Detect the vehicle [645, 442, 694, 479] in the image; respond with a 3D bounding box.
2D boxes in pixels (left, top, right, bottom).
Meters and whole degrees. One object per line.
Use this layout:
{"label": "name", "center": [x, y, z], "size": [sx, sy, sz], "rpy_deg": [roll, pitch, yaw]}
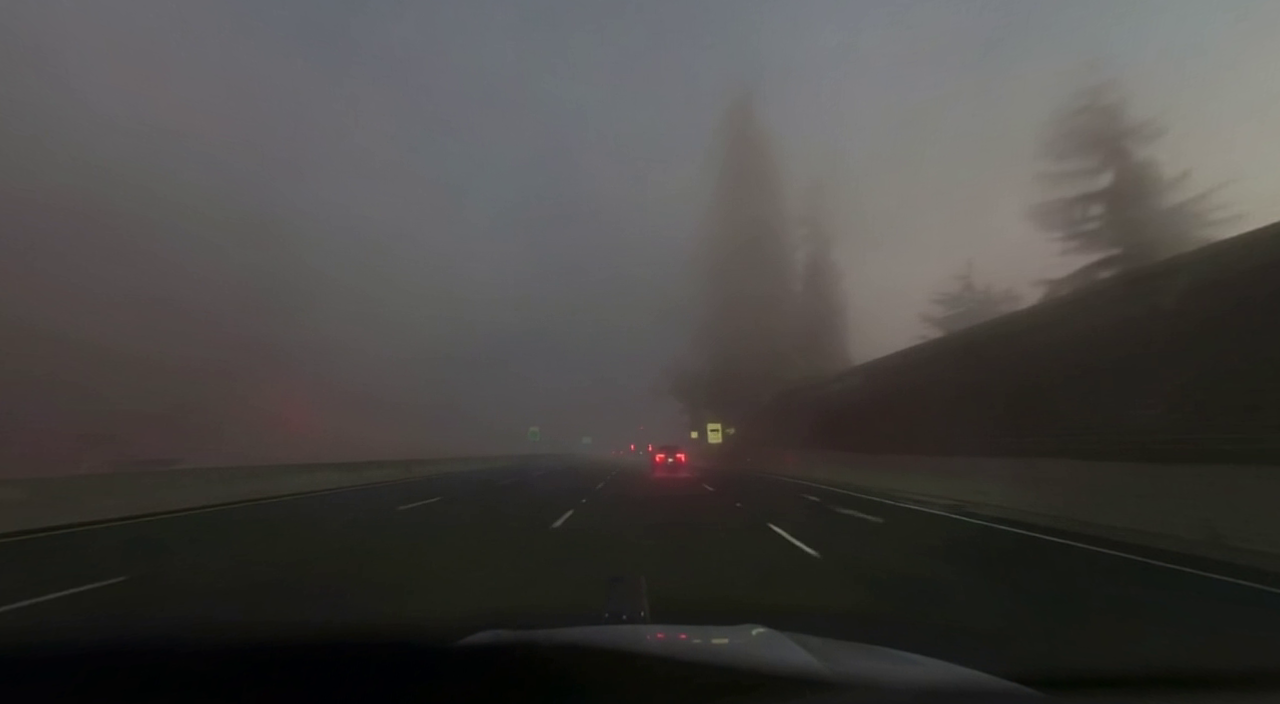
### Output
{"label": "vehicle", "center": [1.282, 4.952, 28.959], "size": [1.973, 1.536, 4.337], "rpy_deg": [0, -9, -1]}
